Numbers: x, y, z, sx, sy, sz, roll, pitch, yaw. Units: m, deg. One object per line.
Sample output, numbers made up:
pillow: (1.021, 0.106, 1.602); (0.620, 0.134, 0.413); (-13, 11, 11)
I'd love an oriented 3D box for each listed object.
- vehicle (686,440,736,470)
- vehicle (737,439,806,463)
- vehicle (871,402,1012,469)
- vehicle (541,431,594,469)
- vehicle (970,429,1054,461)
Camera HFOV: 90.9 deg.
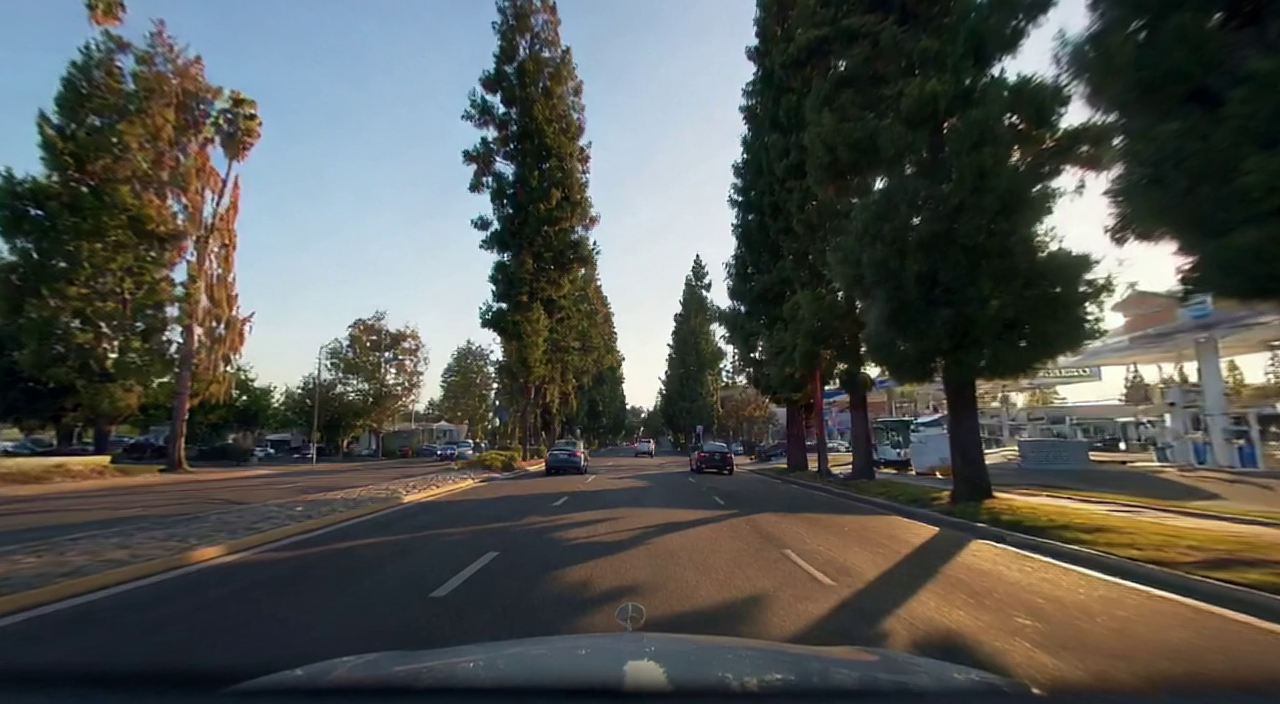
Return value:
vehicle: (3.654, 5.408, 33.321); (2.010, 1.486, 4.498); (0, -8, -1)
vehicle: (9.689, 7.331, 46.765); (4.526, 1.768, 2.056); (1, -9, -9)
vehicle: (15.626, 4.512, 33.627); (3.133, 3.133, 8.198); (0, -8, -3)
vehicle: (-3.509, 4.861, 31.370); (2.051, 1.747, 4.370); (0, -8, 1)
vehicle: (21.057, 5.335, 35.916); (2.029, 1.733, 4.440); (0, -9, 0)
